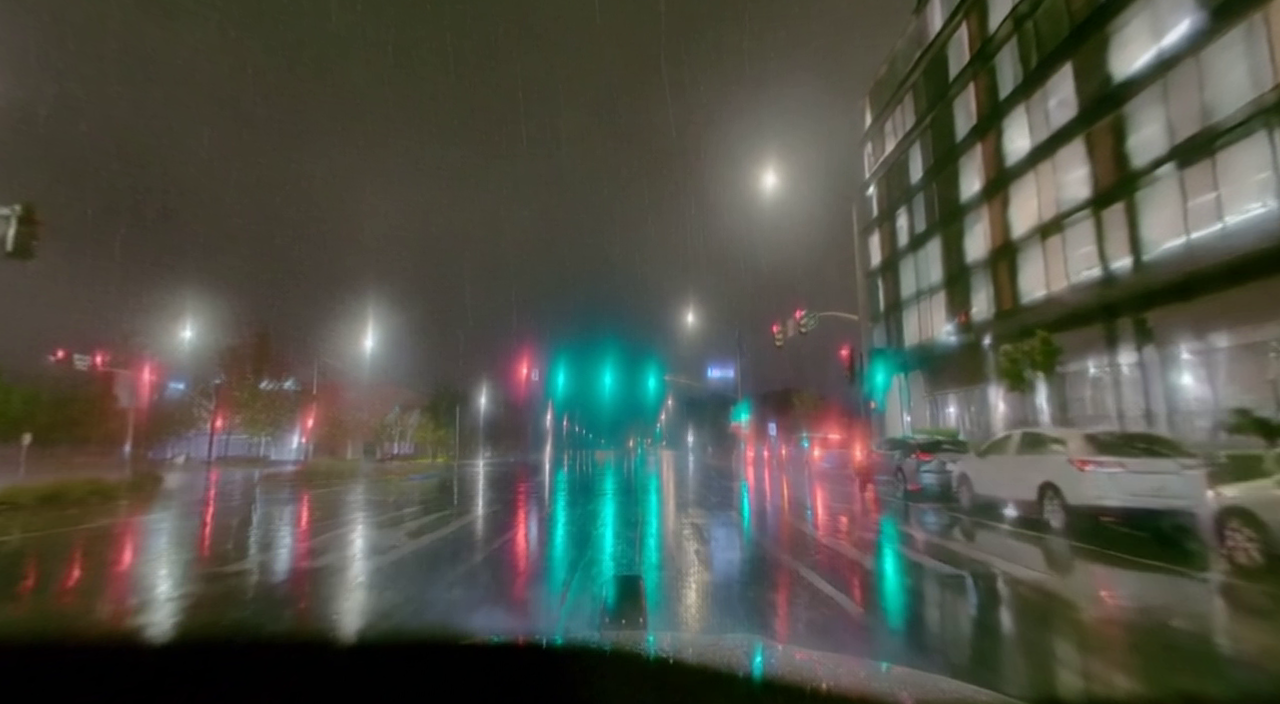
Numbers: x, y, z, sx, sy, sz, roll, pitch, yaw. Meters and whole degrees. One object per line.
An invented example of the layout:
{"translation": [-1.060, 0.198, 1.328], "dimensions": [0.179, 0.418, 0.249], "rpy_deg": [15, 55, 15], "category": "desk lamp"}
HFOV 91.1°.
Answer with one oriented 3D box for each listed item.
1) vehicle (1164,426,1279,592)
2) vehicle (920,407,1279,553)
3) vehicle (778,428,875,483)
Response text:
{"translation": [6.712, 1.262, 4.605], "dimensions": [1.880, 1.483, 4.510], "rpy_deg": [0, -9, 1], "category": "vehicle"}
{"translation": [6.700, 1.924, 10.155], "dimensions": [1.978, 1.728, 5.129], "rpy_deg": [0, -9, 0], "category": "vehicle"}
{"translation": [6.641, 3.759, 23.000], "dimensions": [1.984, 1.751, 4.759], "rpy_deg": [0, -9, -1], "category": "vehicle"}
